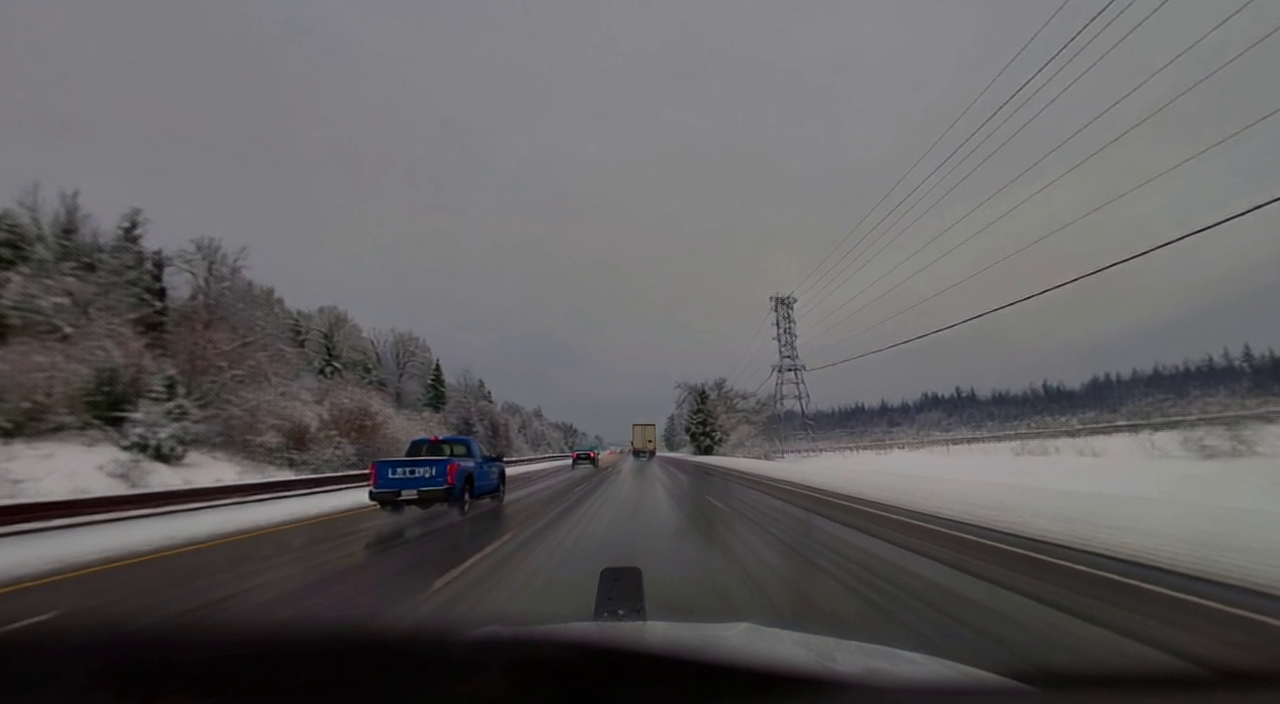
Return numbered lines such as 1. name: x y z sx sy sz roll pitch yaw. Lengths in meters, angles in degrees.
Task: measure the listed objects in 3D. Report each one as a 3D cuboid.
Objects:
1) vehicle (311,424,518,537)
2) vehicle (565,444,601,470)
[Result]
1. vehicle: -3.902 2.324 12.083 2.049 1.697 4.998 0 -9 1
2. vehicle: -4.031 7.506 45.193 2.111 1.735 4.066 0 -9 1
